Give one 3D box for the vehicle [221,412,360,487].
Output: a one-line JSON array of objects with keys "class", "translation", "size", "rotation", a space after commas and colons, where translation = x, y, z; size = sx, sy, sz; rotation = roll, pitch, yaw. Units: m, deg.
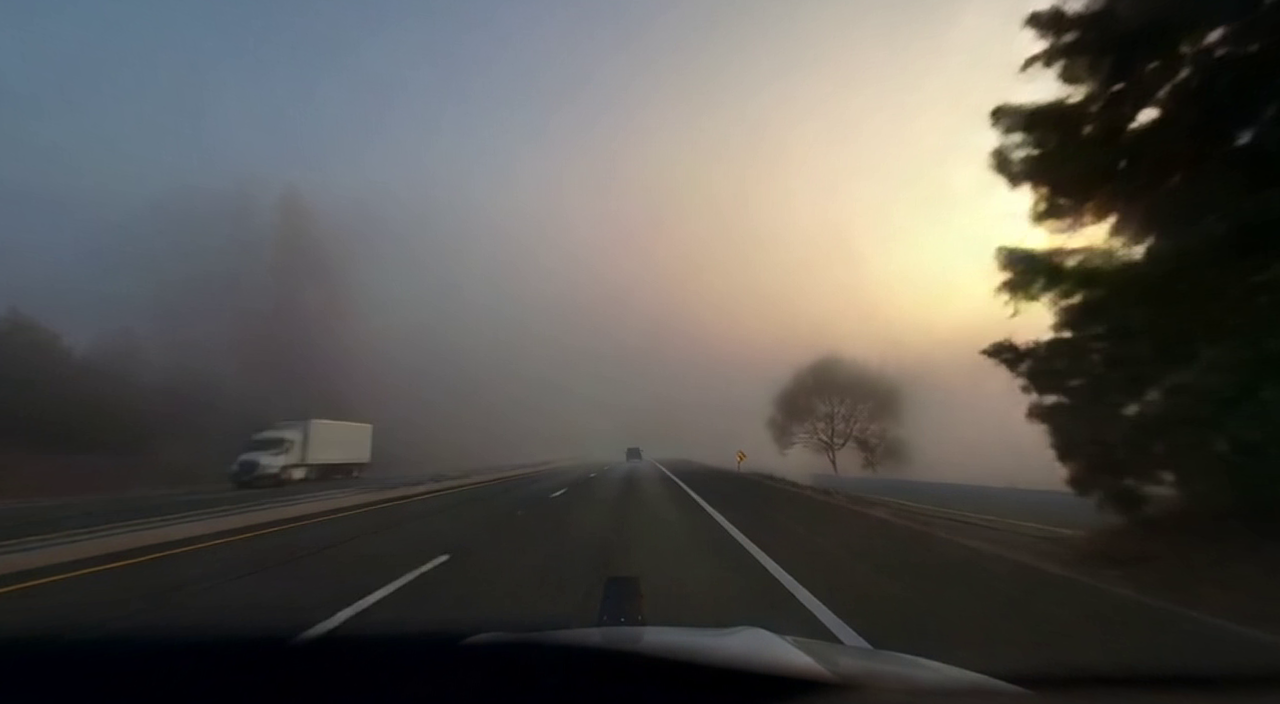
[{"class": "vehicle", "translation": [-17.185, 4.918, 31.745], "size": [2.673, 3.263, 7.575], "rotation": [-1, -9, -1]}]
